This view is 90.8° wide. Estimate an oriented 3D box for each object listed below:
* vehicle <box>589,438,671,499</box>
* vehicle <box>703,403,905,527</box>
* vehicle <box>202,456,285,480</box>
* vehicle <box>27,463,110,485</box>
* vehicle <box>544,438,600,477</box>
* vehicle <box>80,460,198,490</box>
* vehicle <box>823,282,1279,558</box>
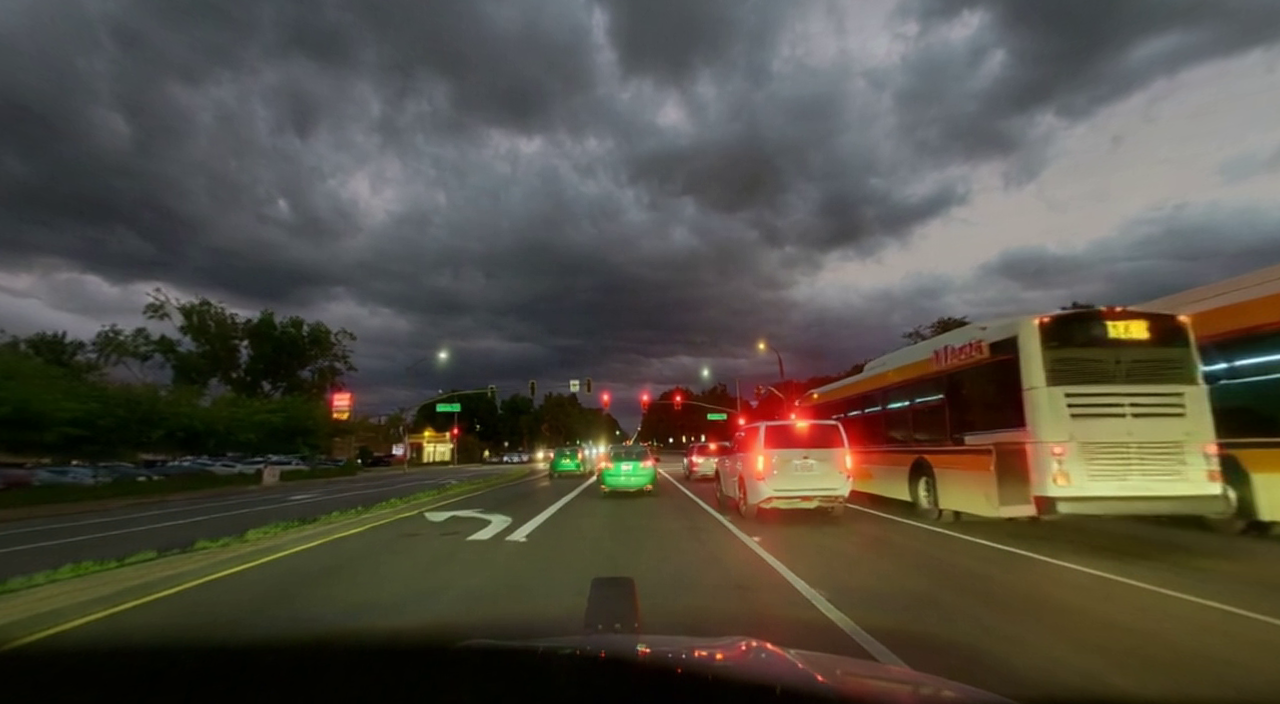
[{"bbox_3d":[-0.282,3.237,17.924,2.071,1.525,3.723,0,-9,-1],"label":"vehicle"},{"bbox_3d":[2.915,2.246,13.117,2.490,1.951,5.931,0,-9,-1],"label":"vehicle"},{"bbox_3d":[-27.940,8.163,44.647,4.800,1.461,1.831,5,-10,-32],"label":"vehicle"},{"bbox_3d":[-41.254,8.827,45.644,4.357,1.470,1.808,-1,-9,4],"label":"vehicle"},{"bbox_3d":[-3.194,5.080,30.600,2.180,1.708,4.397,0,-9,0],"label":"vehicle"},{"bbox_3d":[-28.352,6.952,35.948,4.881,1.458,1.914,4,-10,-27],"label":"vehicle"},{"bbox_3d":[6.350,1.426,12.065,2.879,3.318,8.881,0,-8,-1],"label":"vehicle"}]
